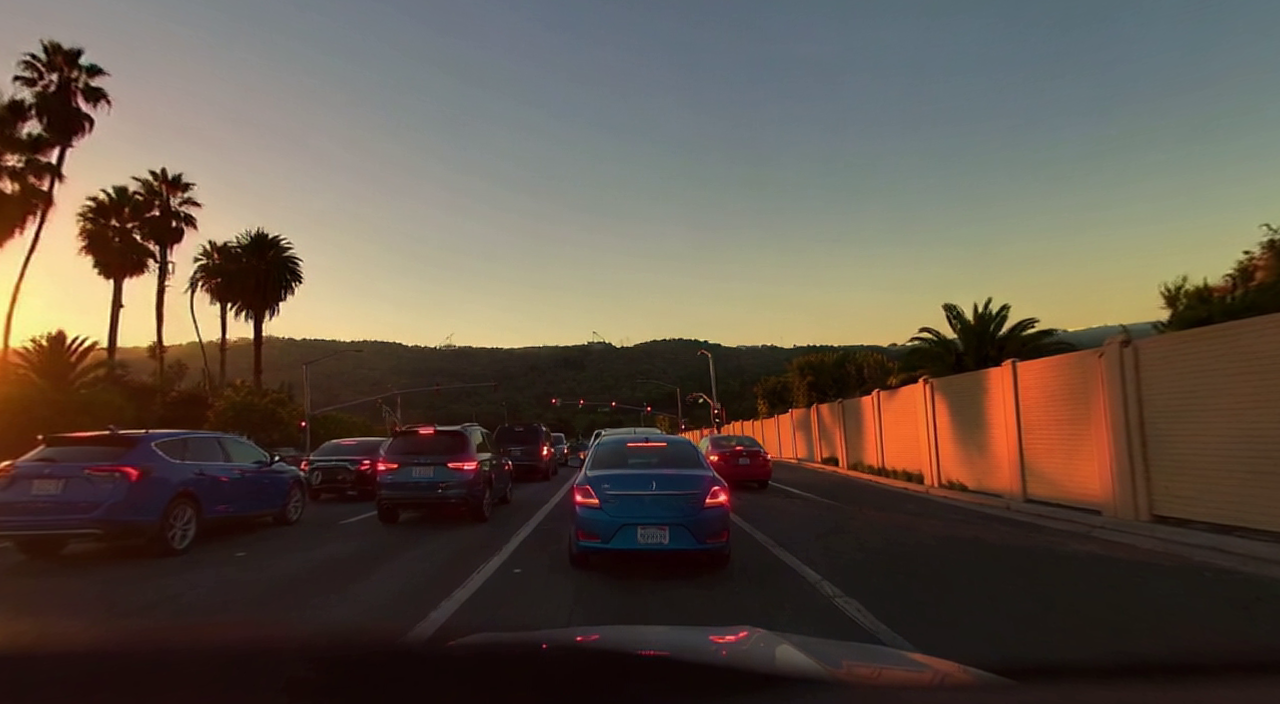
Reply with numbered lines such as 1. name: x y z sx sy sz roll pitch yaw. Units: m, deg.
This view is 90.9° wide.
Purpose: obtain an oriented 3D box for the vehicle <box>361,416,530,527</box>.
1. vehicle: -3.458 2.209 12.168 2.007 1.746 4.136 0 -8 -1

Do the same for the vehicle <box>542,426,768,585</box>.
1. vehicle: 0.065 1.763 8.138 2.128 1.473 4.272 0 -8 -2

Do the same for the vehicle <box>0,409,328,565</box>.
1. vehicle: -6.688 1.832 9.302 1.963 1.721 4.467 0 -8 -2
